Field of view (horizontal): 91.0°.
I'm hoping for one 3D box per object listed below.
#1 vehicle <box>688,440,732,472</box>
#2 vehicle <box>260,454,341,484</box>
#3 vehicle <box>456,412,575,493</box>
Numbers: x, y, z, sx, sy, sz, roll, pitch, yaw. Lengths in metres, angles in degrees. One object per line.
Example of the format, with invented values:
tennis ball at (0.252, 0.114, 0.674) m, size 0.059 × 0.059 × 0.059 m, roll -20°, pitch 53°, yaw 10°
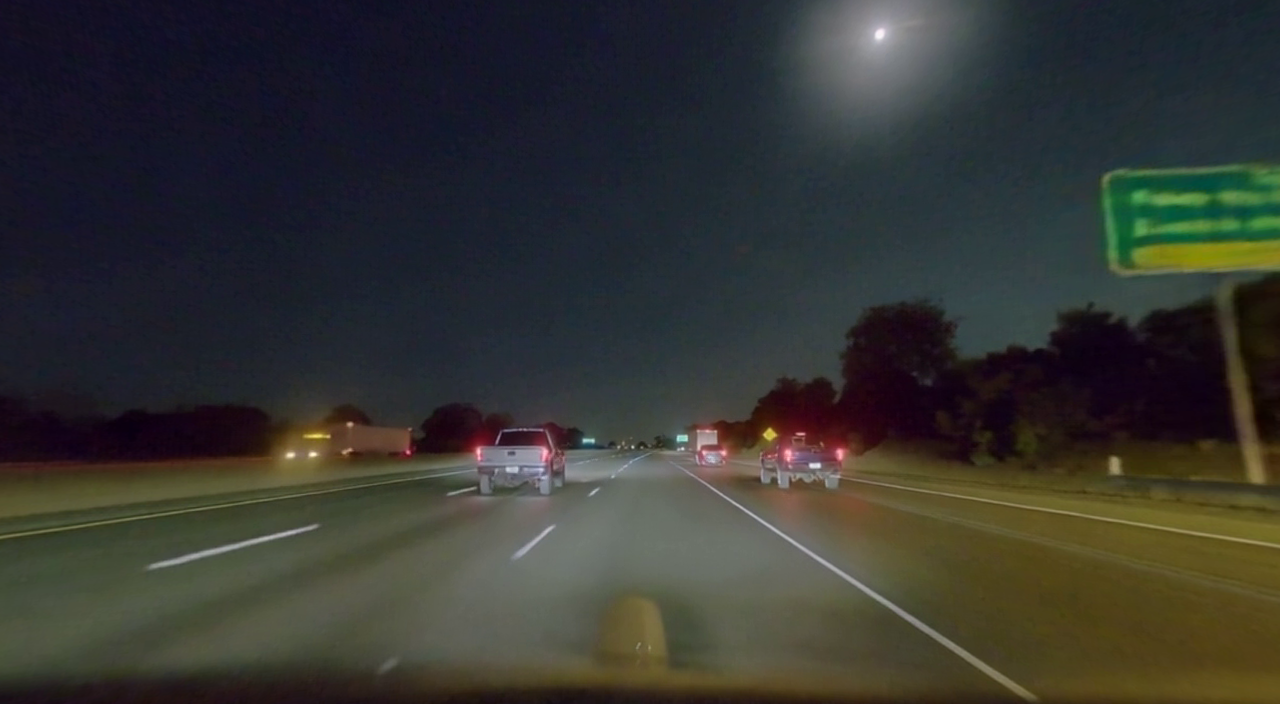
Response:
vehicle at (3.868, 5.830, 35.583) m, size 2.095 × 1.668 × 4.135 m, roll 0°, pitch -9°, yaw 1°
vehicle at (-20.041, 6.897, 37.424) m, size 1.921 × 1.534 × 4.767 m, roll 0°, pitch -9°, yaw 3°
vehicle at (-3.759, 3.248, 20.585) m, size 2.496 × 2.203 × 6.317 m, roll 0°, pitch -9°, yaw 1°
